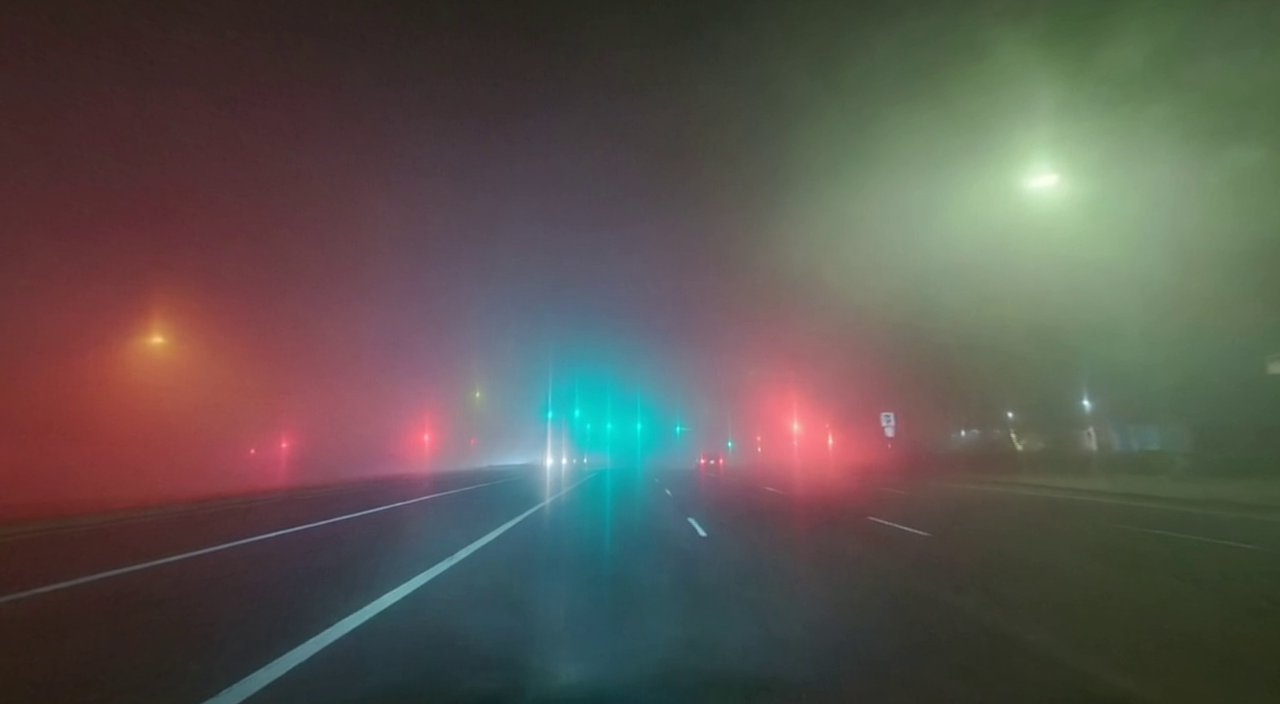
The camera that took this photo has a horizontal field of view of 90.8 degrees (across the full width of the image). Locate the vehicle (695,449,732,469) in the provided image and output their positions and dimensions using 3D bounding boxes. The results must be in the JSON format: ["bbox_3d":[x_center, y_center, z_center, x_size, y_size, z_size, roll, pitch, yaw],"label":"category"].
[{"bbox_3d":[5.677,8.303,49.285,2.187,1.475,4.529,0,-8,-2],"label":"vehicle"}]
